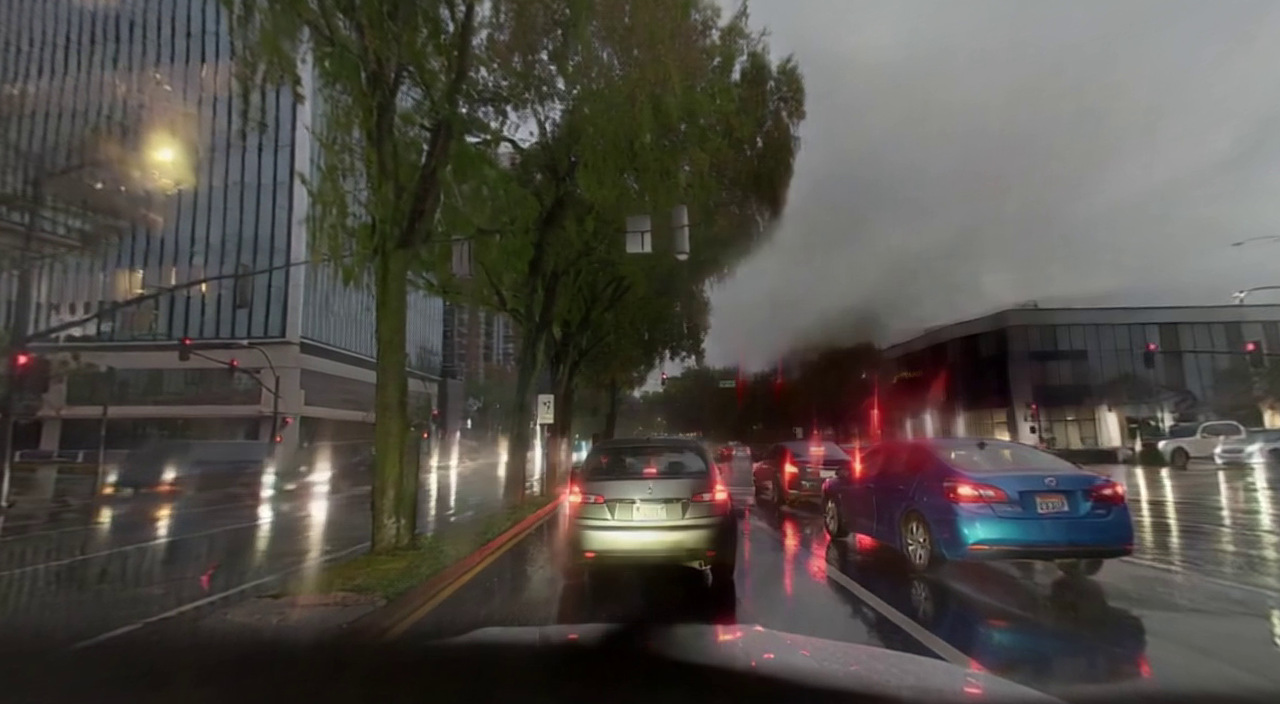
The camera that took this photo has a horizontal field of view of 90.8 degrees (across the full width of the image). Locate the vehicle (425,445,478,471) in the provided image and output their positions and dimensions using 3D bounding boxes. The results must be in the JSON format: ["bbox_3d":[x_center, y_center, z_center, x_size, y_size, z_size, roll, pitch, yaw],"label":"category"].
[{"bbox_3d":[-11.705,6.598,39.539,1.922,1.466,4.422,0,-9,1],"label":"vehicle"}]

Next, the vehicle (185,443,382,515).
[{"bbox_3d":[-8.393,3.007,15.522,2.090,1.475,4.616,0,-9,1],"label":"vehicle"}]

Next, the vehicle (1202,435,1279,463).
[{"bbox_3d":[35.225,5.535,36.156,4.190,1.535,1.998,0,-9,-1],"label":"vehicle"}]

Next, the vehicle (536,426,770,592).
[{"bbox_3d":[0.095,1.717,7.731,2.087,1.468,4.014,0,-9,-1],"label":"vehicle"}]

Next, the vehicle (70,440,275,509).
[{"bbox_3d":[-12.732,3.329,17.734,2.166,1.659,4.654,0,-9,0],"label":"vehicle"}]

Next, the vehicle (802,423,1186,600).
[{"bbox_3d":[3.621,1.713,7.735,2.018,1.491,4.544,0,-9,-1],"label":"vehicle"}]
